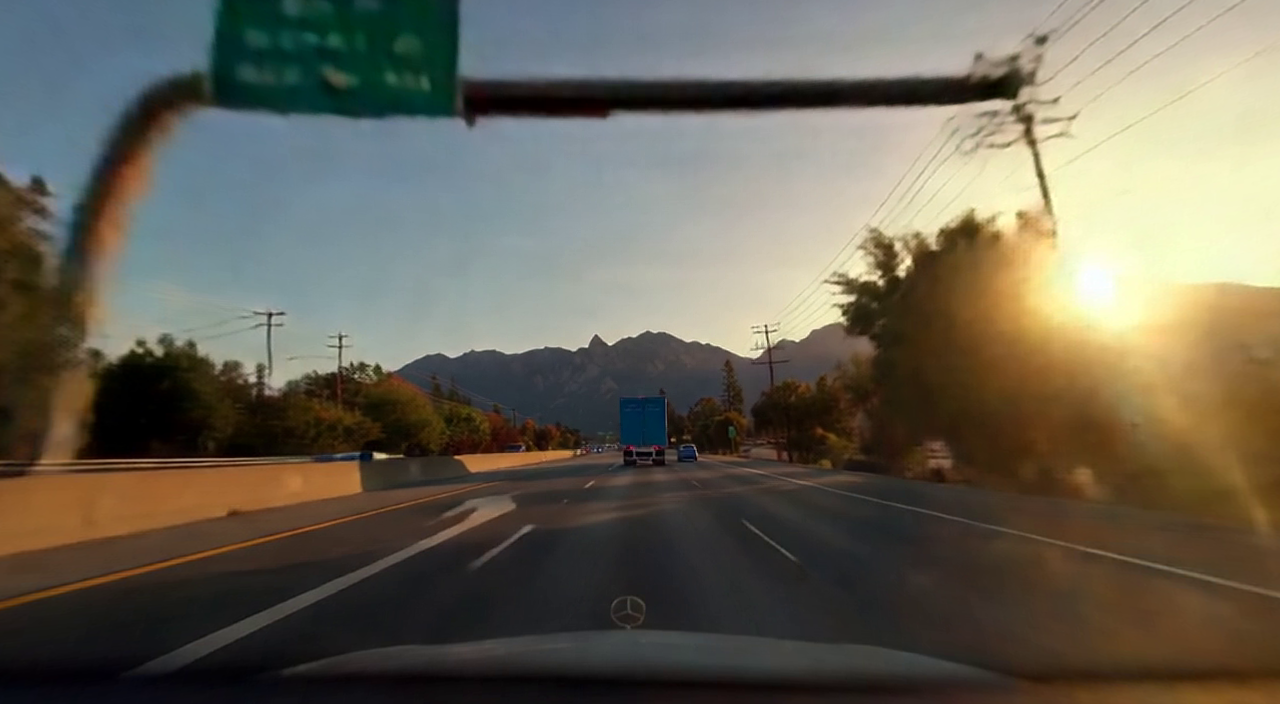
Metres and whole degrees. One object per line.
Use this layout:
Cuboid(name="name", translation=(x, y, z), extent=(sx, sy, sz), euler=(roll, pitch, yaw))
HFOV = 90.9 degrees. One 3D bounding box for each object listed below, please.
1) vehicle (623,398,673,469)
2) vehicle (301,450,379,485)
Cuboid(name="vehicle", translation=(0.363, 5.583, 42.324), extent=(2.919, 4.101, 11.541), euler=(0, -8, -1))
Cuboid(name="vehicle", translation=(-16.220, 6.243, 34.398), extent=(1.875, 1.601, 4.906), euler=(-3, -8, 0))
